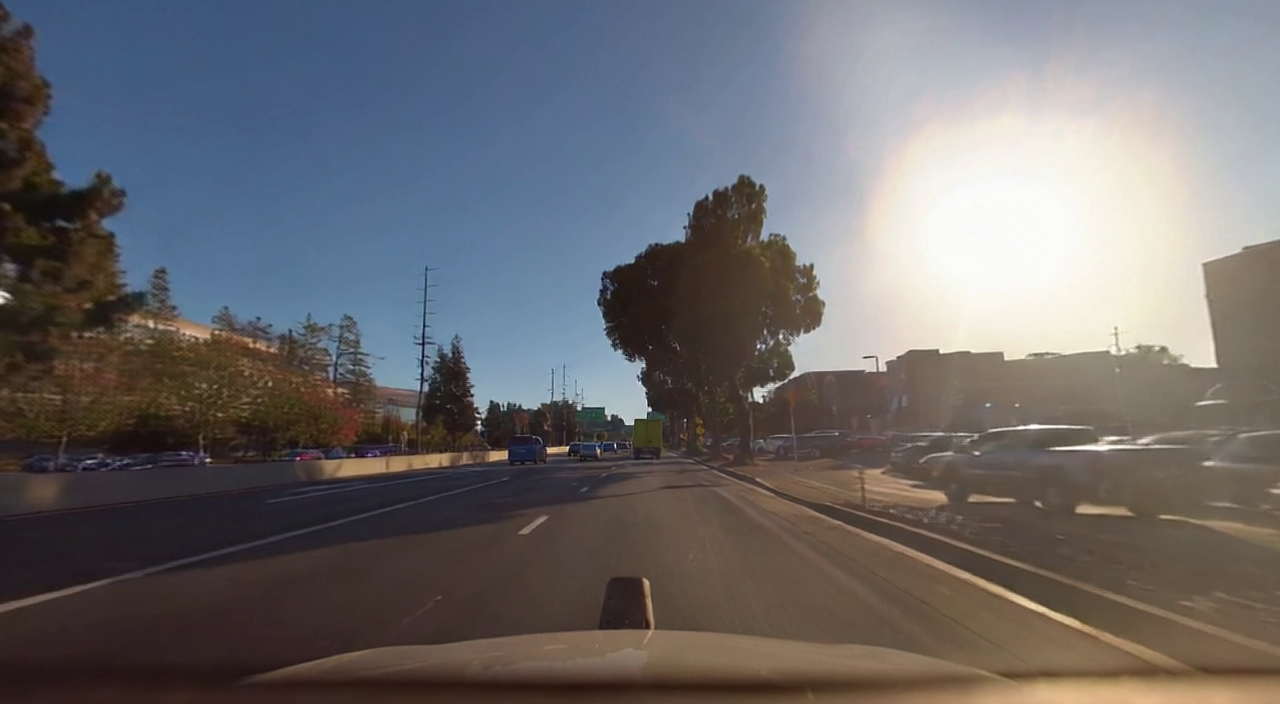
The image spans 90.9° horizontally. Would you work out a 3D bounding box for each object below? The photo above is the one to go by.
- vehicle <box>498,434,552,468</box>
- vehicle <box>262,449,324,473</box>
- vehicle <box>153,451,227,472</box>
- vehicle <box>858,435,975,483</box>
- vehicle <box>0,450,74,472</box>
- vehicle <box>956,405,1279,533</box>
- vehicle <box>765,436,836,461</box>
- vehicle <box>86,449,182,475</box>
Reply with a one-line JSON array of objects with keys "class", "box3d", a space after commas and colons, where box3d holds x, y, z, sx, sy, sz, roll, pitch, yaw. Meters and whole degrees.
[{"class": "vehicle", "box3d": [-6.782, 5.942, 37.911, 2.149, 1.893, 5.187, 0, -8, 1]}, {"class": "vehicle", "box3d": [-25.896, 8.112, 47.203, 1.918, 1.687, 4.653, 0, -9, 1]}, {"class": "vehicle", "box3d": [-33.474, 8.134, 46.960, 4.071, 1.495, 1.741, 0, -8, -1]}, {"class": "vehicle", "box3d": [9.561, 3.734, 22.329, 2.097, 1.497, 4.685, 0, -9, 1]}, {"class": "vehicle", "box3d": [-45.958, 8.212, 47.628, 4.399, 1.597, 1.847, 0, -9, 0]}, {"class": "vehicle", "box3d": [8.093, 1.974, 11.182, 2.057, 1.750, 4.679, 1, -9, -8]}, {"class": "vehicle", "box3d": [11.554, 6.991, 45.662, 4.655, 1.688, 1.876, 0, -9, 1]}, {"class": "vehicle", "box3d": [-33.486, 7.297, 41.801, 4.462, 1.613, 2.046, 0, -9, -2]}]
